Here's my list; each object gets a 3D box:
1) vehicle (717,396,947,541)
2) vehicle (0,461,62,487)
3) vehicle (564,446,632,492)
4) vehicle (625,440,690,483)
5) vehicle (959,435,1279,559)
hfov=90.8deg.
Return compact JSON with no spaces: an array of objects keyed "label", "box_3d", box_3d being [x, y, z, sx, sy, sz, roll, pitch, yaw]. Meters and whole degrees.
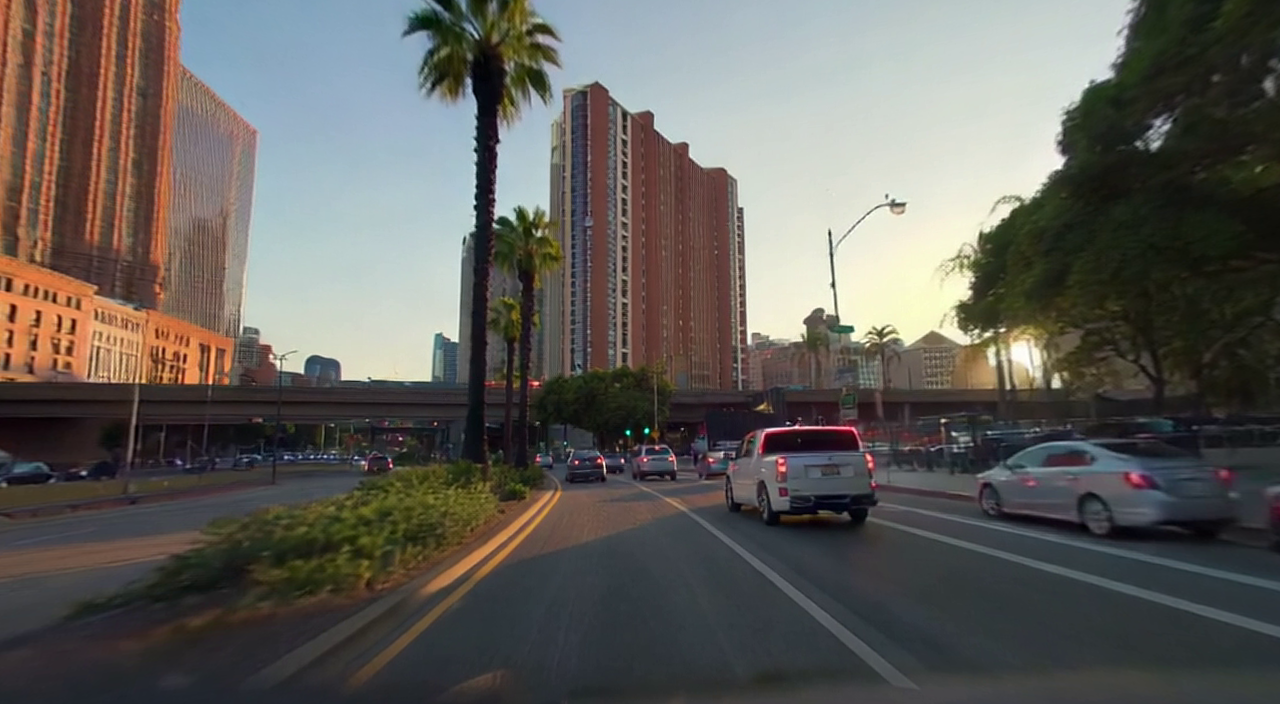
[{"label":"vehicle","box_3d":[3.261,2.151,12.246,2.434,2.171,5.098,1,-9,-5]},{"label":"vehicle","box_3d":[-38.187,7.522,39.094,1.623,1.409,3.461,0,-9,-4]},{"label":"vehicle","box_3d":[-1.791,4.569,25.194,2.332,1.625,4.933,1,-9,-8]},{"label":"vehicle","box_3d":[0.742,5.455,31.845,2.407,1.991,5.130,1,-9,-9]},{"label":"vehicle","box_3d":[7.587,2.139,10.186,2.160,1.494,4.721,0,-9,-4]}]
